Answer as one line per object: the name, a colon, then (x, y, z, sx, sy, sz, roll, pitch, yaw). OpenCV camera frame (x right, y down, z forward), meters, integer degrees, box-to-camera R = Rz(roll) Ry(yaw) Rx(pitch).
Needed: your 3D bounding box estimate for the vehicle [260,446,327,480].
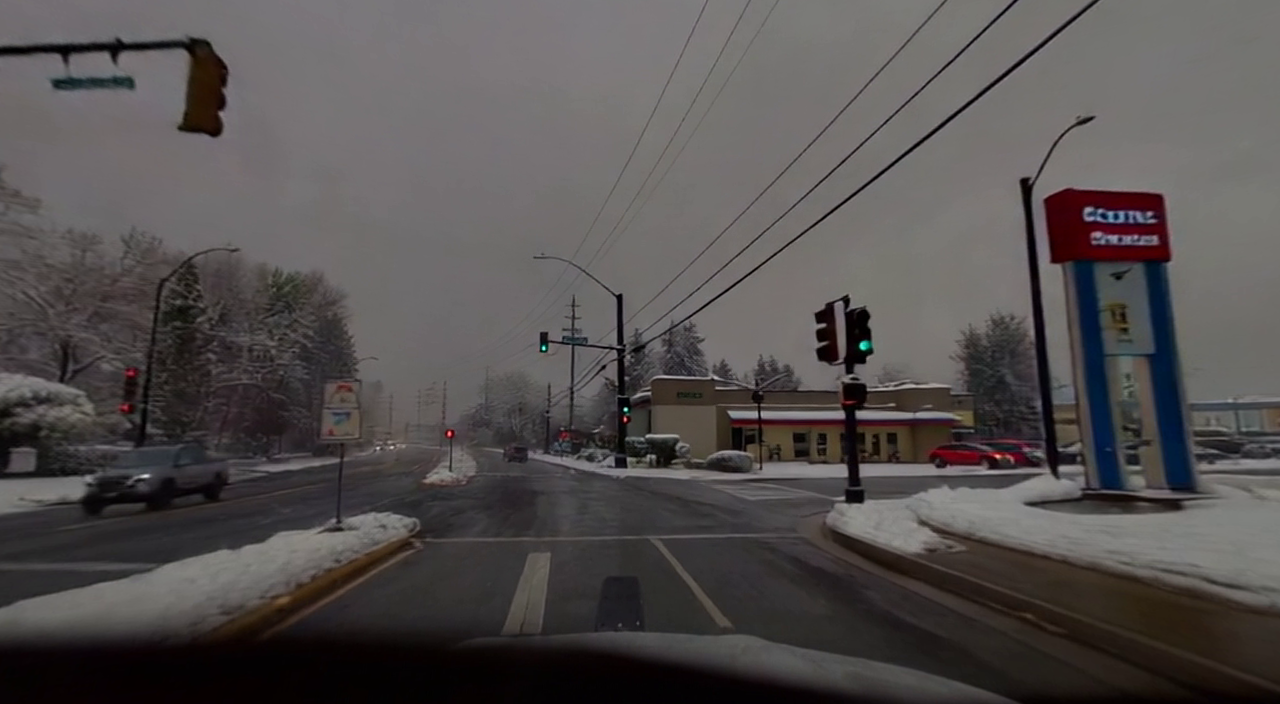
vehicle: (-16.537, 5.281, 30.403, 2.105, 1.510, 4.218, 3, -9, -19)

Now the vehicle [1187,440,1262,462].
vehicle: (43.348, 7.390, 46.982, 1.784, 1.476, 4.371, 1, -9, 6)

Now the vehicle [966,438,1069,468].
vehicle: (21.774, 5.836, 36.625, 4.544, 1.630, 2.055, -1, -9, 10)

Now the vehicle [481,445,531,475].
vehicle: (-7.457, 5.924, 34.889, 2.094, 1.500, 3.682, 3, -9, -20)

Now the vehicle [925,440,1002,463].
vehicle: (23.477, 7.253, 46.005, 4.508, 1.535, 2.035, 0, -9, 9)

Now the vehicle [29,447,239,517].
vehicle: (-12.596, 3.191, 16.233, 2.207, 1.503, 4.561, 2, -9, -10)
